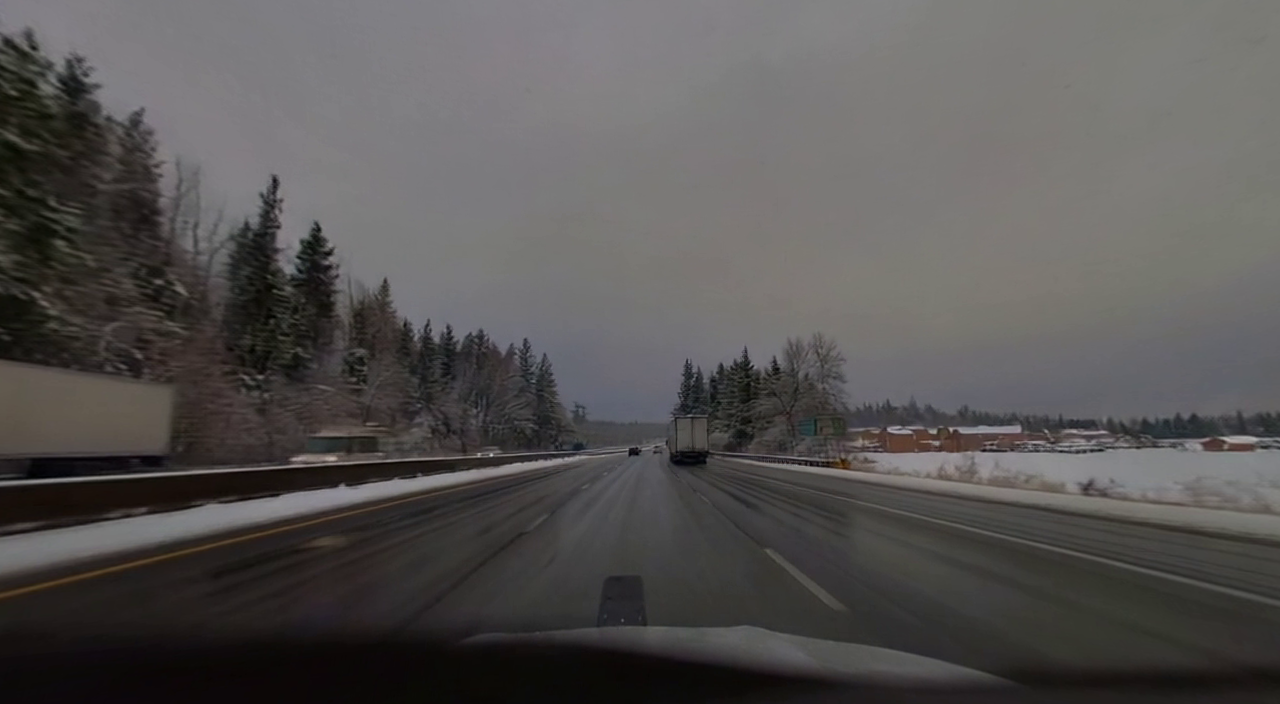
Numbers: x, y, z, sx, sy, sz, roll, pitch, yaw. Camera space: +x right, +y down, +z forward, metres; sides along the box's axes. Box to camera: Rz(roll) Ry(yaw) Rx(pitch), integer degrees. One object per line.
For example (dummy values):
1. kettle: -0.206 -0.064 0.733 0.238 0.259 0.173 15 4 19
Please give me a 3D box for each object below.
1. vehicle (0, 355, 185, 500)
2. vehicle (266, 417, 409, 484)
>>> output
1. vehicle: -19.565 2.228 18.413 2.913 4.049 12.675 0 -9 0
2. vehicle: -12.033 4.056 25.894 2.321 2.365 6.898 0 -9 1
